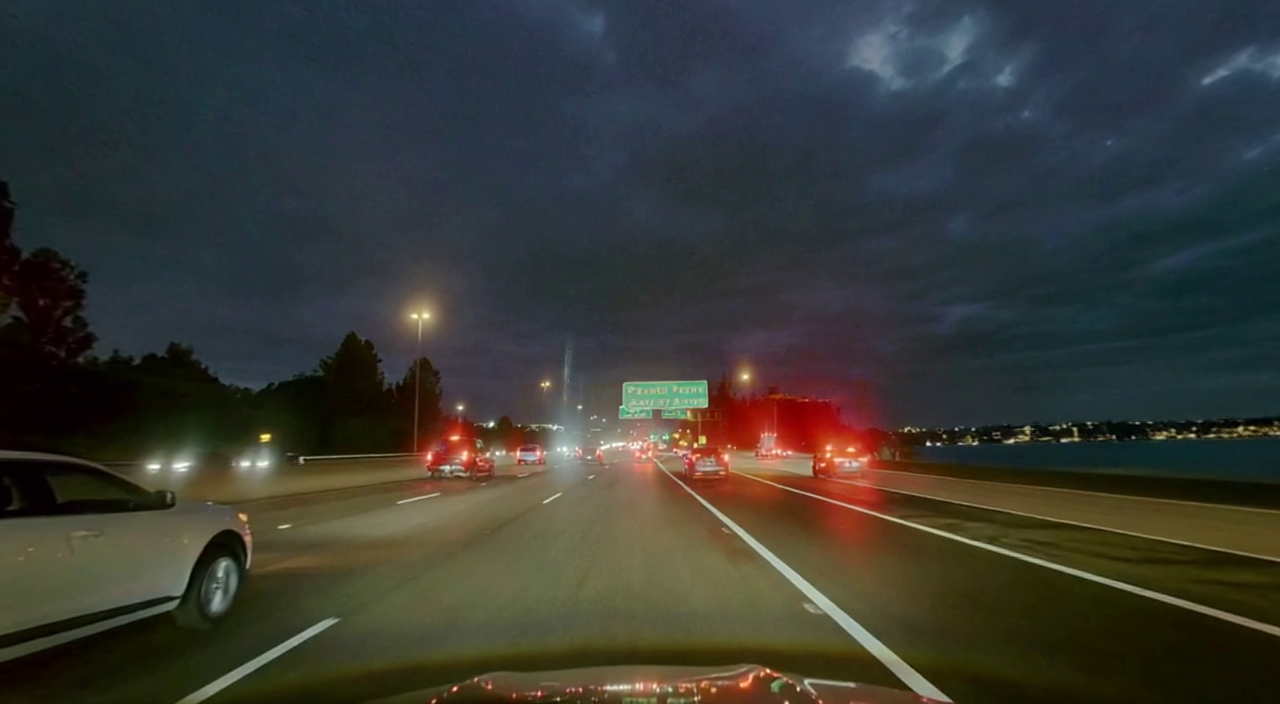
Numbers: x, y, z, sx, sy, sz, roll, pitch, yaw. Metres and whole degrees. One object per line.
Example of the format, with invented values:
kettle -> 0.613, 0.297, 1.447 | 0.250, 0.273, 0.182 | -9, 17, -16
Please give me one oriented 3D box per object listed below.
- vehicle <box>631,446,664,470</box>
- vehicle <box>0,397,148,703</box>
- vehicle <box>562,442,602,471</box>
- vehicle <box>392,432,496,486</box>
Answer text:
vehicle -> 0.551, 7.247, 43.367 | 2.153, 1.510, 4.646 | 0, -9, 1
vehicle -> -4.190, 0.789, 1.700 | 2.027, 1.547, 4.511 | 0, -9, 0
vehicle -> -3.723, 6.812, 41.277 | 2.132, 1.708, 4.571 | 0, -9, 1
vehicle -> -7.576, 4.196, 25.104 | 2.250, 1.870, 5.647 | 0, -9, 1
